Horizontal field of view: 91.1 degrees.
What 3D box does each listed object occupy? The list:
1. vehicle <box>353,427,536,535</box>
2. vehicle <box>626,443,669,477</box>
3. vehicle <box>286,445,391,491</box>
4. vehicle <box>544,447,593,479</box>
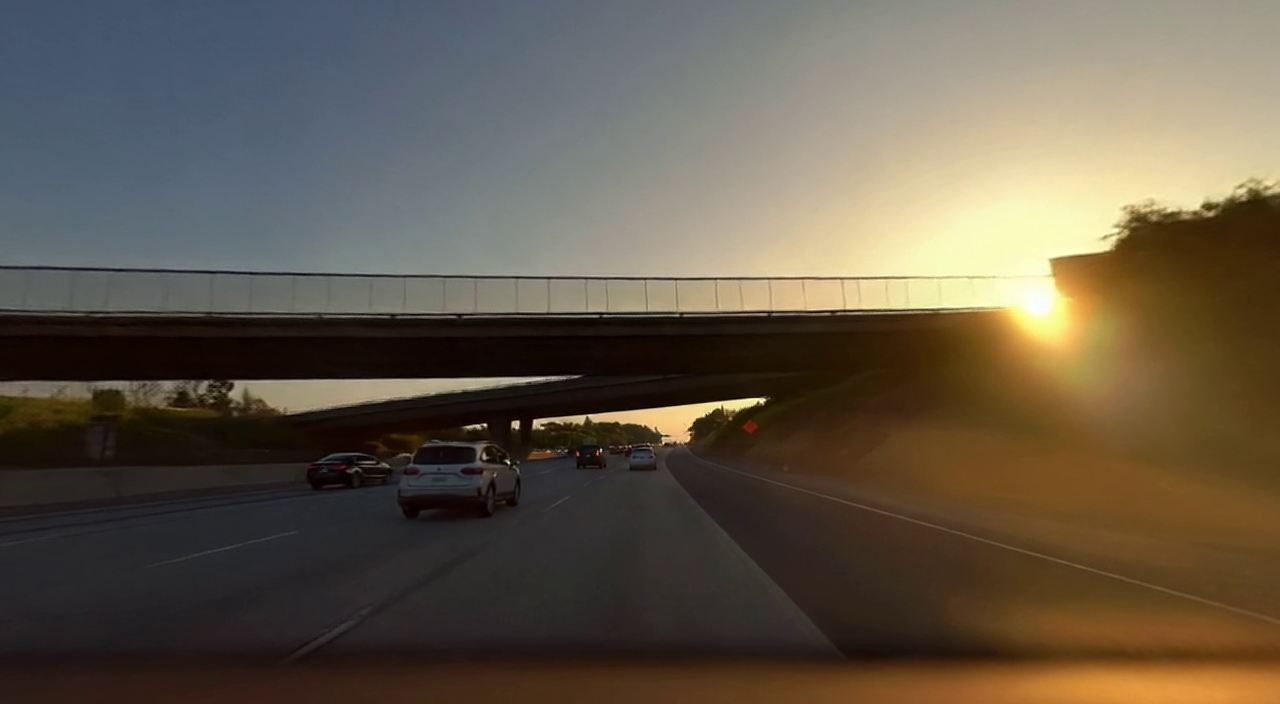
[{"bbox_3d":[-3.600,2.459,12.649,2.161,1.759,4.482,0,-8,1],"label":"vehicle"},{"bbox_3d":[0.389,5.718,33.554,2.160,1.678,4.178,0,-8,0],"label":"vehicle"},{"bbox_3d":[-11.996,4.597,25.348,1.954,1.640,4.339,0,-8,1],"label":"vehicle"},{"bbox_3d":[-3.730,5.853,33.404,1.997,1.490,4.471,0,-8,1],"label":"vehicle"}]
